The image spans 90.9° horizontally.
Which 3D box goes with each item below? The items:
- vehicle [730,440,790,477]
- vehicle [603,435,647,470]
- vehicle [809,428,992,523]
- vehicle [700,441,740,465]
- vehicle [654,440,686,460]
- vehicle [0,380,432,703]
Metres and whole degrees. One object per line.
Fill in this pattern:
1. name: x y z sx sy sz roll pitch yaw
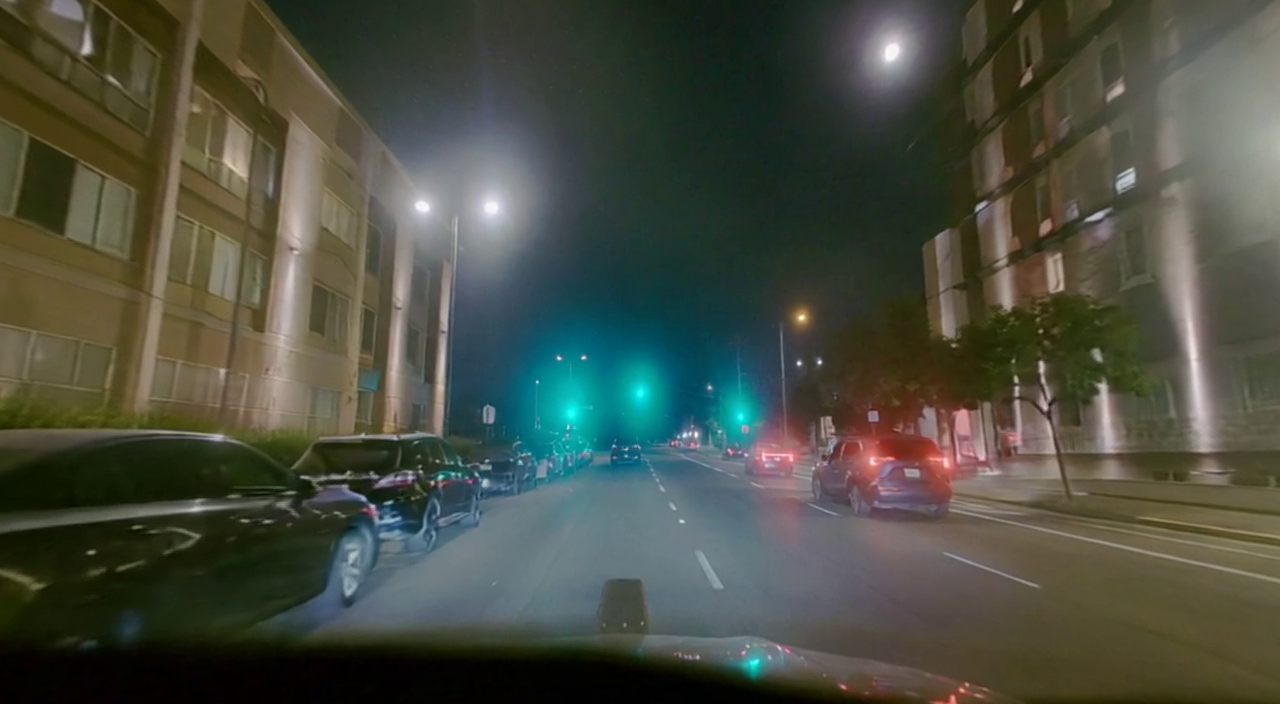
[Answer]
1. vehicle: 5.076 4.565 27.131 1.799 1.463 3.464 0 -8 -2
2. vehicle: -0.726 5.197 32.827 2.122 1.689 3.885 0 -8 0
3. vehicle: 4.998 2.418 12.861 1.891 1.599 4.173 0 -8 -1
4. vehicle: 5.173 6.582 41.277 1.917 1.467 4.452 0 -8 -1
5. vehicle: 2.221 7.445 47.789 2.182 1.450 4.013 0 -8 -1
6. vehicle: -3.115 1.112 3.794 2.121 1.490 4.910 0 -8 -1
